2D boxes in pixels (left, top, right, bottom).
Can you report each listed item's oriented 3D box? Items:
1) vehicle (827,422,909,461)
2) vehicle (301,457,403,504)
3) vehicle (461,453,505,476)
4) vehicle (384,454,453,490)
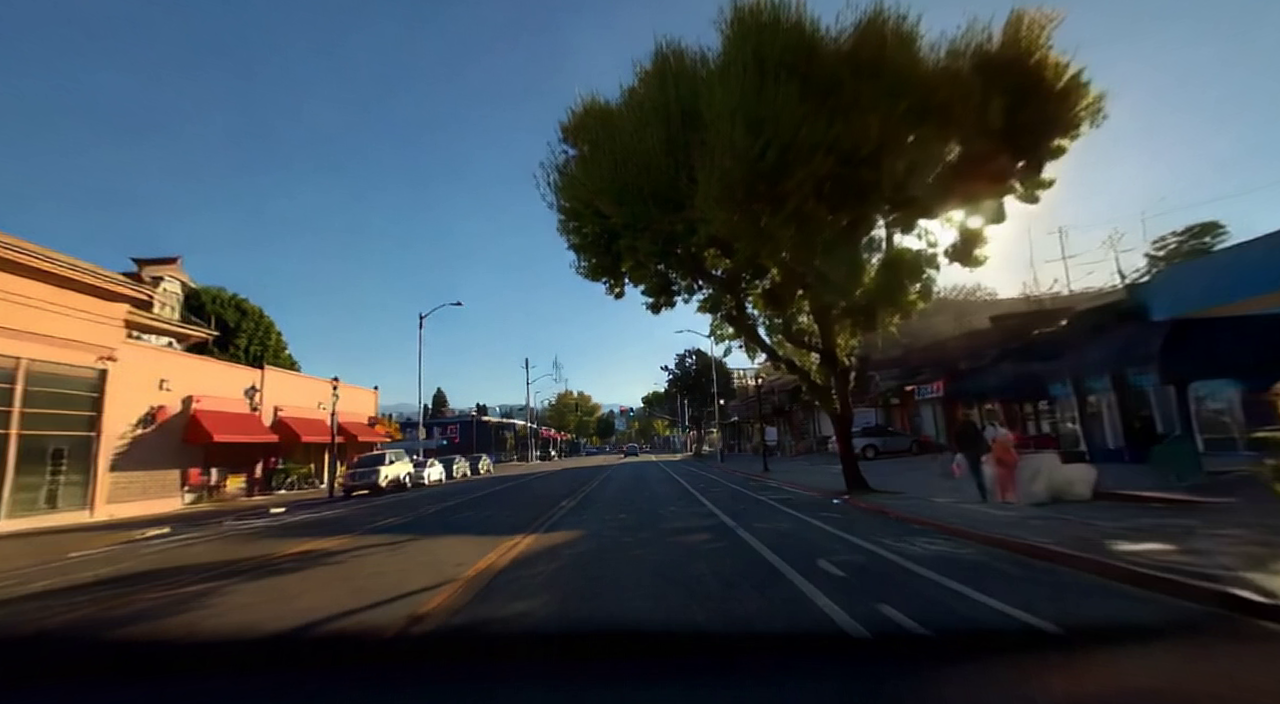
[{"bbox_3d":[12.581,5.039,35.334,2.532,1.997,5.001,0,-9,-2],"label":"vehicle"},{"bbox_3d":[-10.763,4.806,24.022,1.784,1.502,4.344,0,-8,1],"label":"vehicle"},{"bbox_3d":[-10.840,7.799,43.951,1.828,1.470,4.523,0,-8,1],"label":"vehicle"},{"bbox_3d":[-10.806,5.850,31.133,1.837,1.586,4.155,0,-8,0],"label":"vehicle"}]
